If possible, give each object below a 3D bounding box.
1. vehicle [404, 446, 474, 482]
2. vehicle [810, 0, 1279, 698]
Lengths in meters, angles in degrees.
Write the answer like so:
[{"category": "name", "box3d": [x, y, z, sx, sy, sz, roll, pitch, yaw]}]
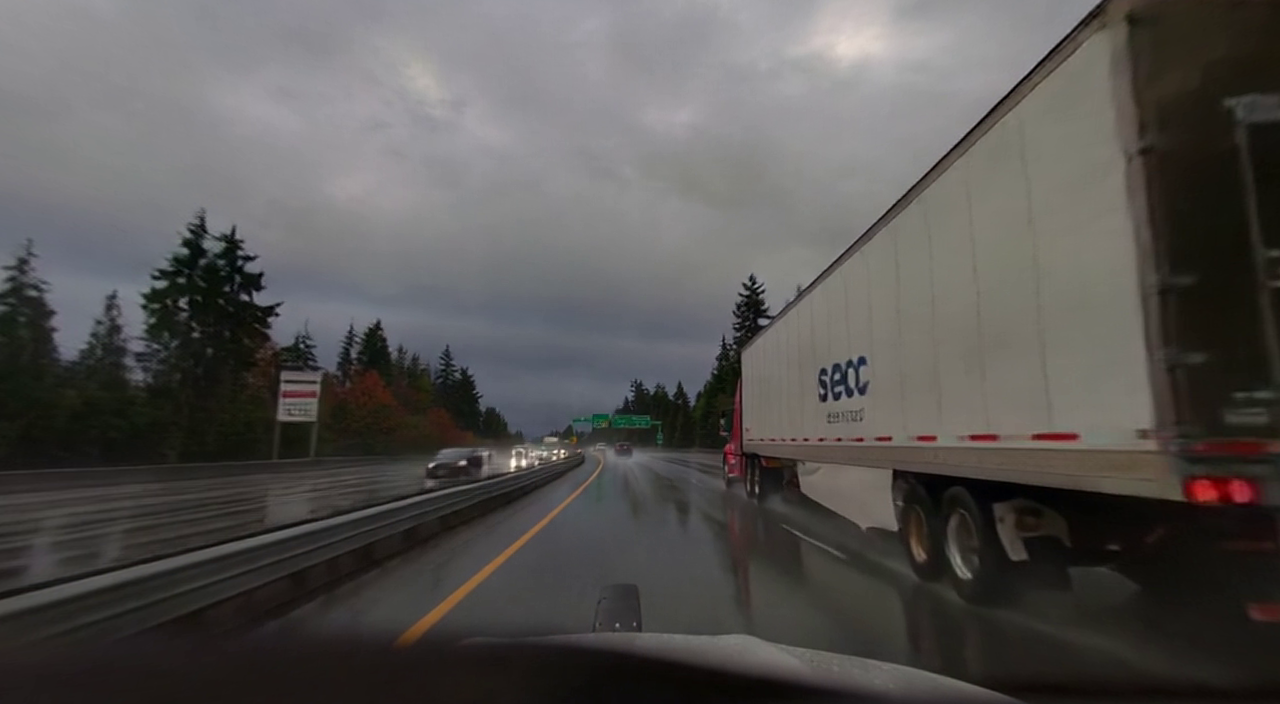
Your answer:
[{"category": "vehicle", "box3d": [-9.270, 5.172, 29.313, 1.897, 1.504, 4.520, 0, -8, -1]}, {"category": "vehicle", "box3d": [4.432, 0.150, 6.502, 2.892, 3.928, 8.380, -1, -8, 0]}]
